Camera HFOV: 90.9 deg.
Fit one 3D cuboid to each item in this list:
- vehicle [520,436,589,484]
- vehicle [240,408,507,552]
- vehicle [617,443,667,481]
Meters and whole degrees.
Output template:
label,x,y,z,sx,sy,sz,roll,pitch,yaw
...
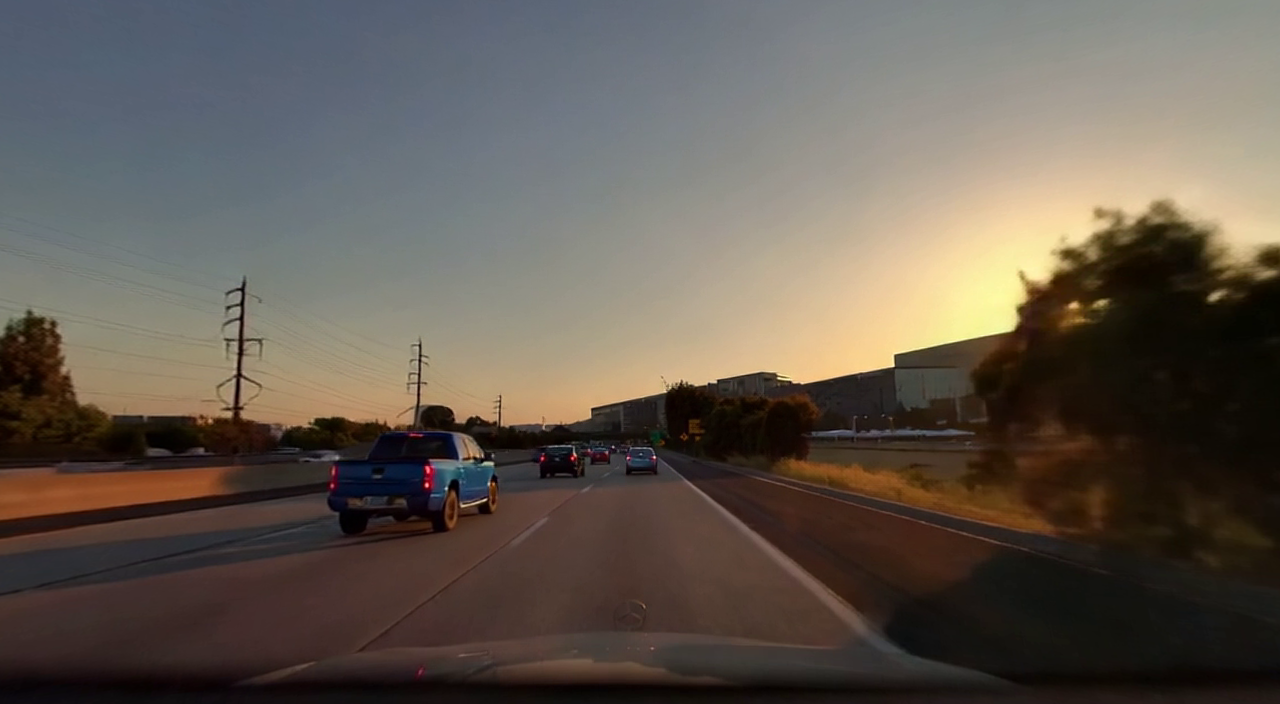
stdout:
label,x,y,z,sx,sy,sz,roll,pitch,yaw
vehicle,-3.454,4.438,26.279,2.133,1.789,4.518,-1,-8,1
vehicle,-4.035,2.062,10.917,2.198,1.848,5.346,0,-8,1
vehicle,0.062,4.737,27.465,2.047,1.473,3.978,0,-8,0
